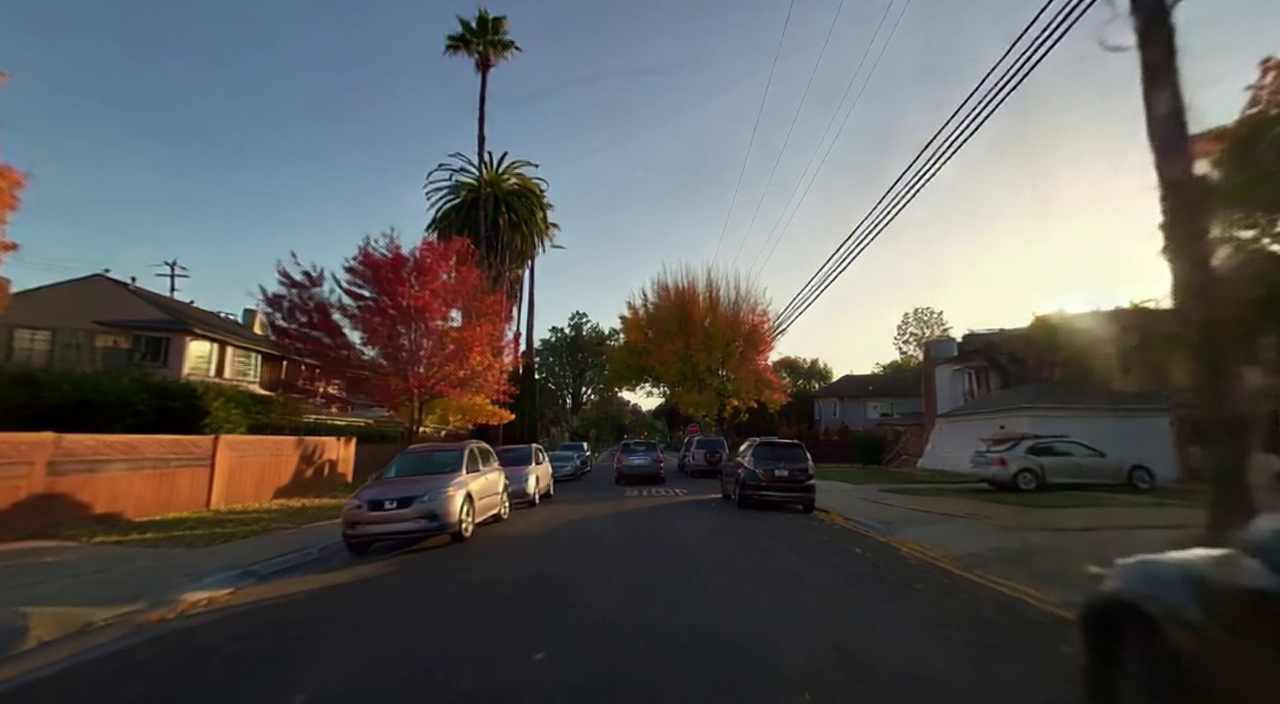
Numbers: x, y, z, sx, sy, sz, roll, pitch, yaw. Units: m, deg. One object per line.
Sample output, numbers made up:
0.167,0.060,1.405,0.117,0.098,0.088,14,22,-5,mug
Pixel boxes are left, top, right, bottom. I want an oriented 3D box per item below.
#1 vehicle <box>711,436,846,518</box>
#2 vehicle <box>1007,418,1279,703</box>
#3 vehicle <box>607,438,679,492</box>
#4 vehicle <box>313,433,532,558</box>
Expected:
2.915,2.730,14.278,1.967,1.563,4.237,0,-8,-2,vehicle
2.856,0.797,0.863,1.961,1.481,4.494,0,-8,0,vehicle
0.068,3.501,19.811,2.010,1.499,4.107,0,-8,0,vehicle
-3.067,2.098,9.982,1.877,1.521,4.348,0,-8,1,vehicle
